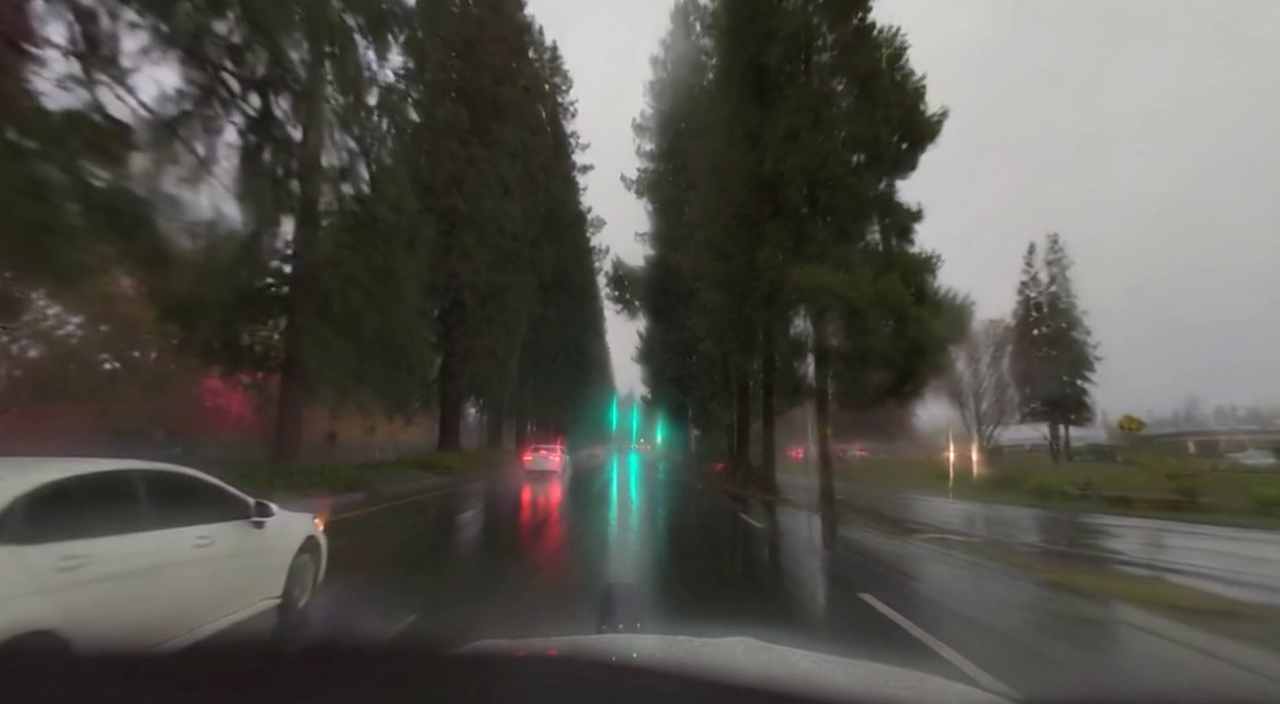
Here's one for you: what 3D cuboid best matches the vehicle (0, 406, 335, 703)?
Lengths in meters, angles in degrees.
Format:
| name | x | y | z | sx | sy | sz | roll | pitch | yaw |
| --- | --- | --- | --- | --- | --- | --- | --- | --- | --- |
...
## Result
| name | x | y | z | sx | sy | sz | roll | pitch | yaw |
| --- | --- | --- | --- | --- | --- | --- | --- | --- | --- |
| vehicle | -3.573 | 1.032 | 2.957 | 2.106 | 1.482 | 4.312 | 0 | -8 | 0 |

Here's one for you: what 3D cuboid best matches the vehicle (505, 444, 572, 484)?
| name | x | y | z | sx | sy | sz | roll | pitch | yaw |
| --- | --- | --- | --- | --- | --- | --- | --- | --- | --- |
| vehicle | -3.989 | 4.457 | 25.599 | 1.968 | 1.459 | 4.433 | 0 | -8 | 0 |

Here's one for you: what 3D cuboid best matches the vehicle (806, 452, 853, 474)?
| name | x | y | z | sx | sy | sz | roll | pitch | yaw |
| --- | --- | --- | --- | --- | --- | --- | --- | --- | --- |
| vehicle | 13.785 | 8.084 | 46.220 | 1.993 | 1.412 | 3.978 | 0 | -8 | -3 |
